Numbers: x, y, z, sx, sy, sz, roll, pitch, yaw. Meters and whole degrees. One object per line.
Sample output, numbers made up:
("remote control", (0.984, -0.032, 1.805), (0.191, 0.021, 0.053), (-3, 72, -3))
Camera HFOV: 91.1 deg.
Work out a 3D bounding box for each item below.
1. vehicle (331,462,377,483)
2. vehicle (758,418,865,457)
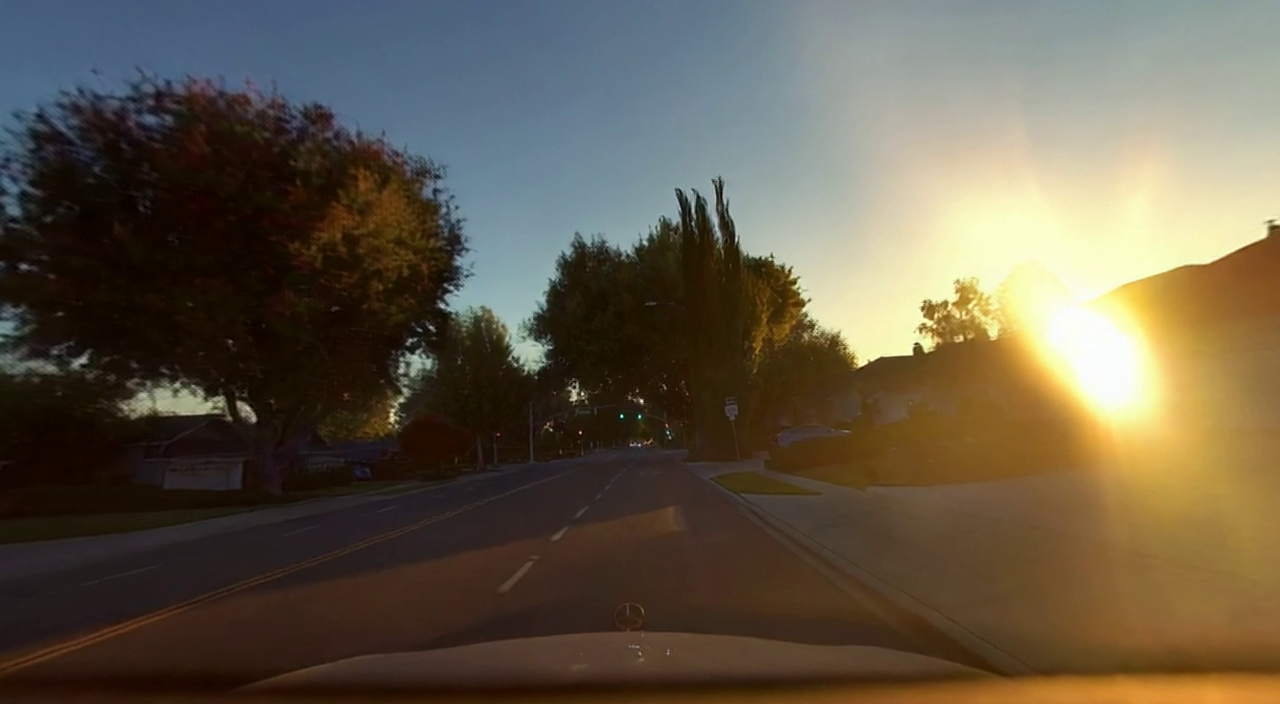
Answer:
("vehicle", (-22.219, 9.354, 48.861), (1.847, 1.461, 3.659), (0, -9, -1))
("vehicle", (8.378, 4.195, 30.753), (4.636, 1.823, 1.997), (3, -9, -18))
